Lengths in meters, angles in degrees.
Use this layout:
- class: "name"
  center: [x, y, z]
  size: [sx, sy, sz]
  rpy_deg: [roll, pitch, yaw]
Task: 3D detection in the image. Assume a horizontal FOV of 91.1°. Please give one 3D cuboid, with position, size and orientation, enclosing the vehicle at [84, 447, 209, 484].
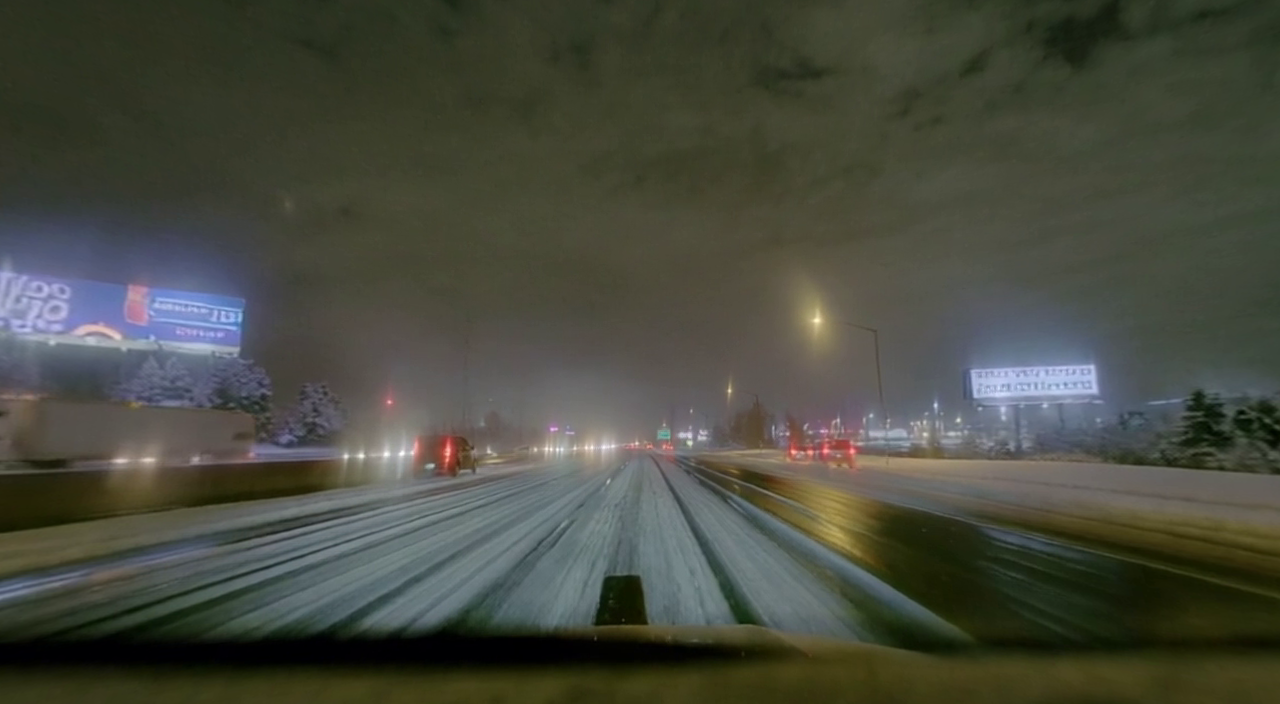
- class: "vehicle"
  center: [-22.203, 5.084, 28.515]
  size: [1.933, 1.523, 4.565]
  rpy_deg: [0, -9, 1]

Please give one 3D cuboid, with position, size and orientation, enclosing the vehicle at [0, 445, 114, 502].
- class: "vehicle"
  center: [-18.551, 3.560, 18.656]
  size: [1.893, 1.558, 4.498]
  rpy_deg: [0, -9, 0]

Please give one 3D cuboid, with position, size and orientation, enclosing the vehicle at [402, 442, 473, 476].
- class: "vehicle"
  center: [-9.879, 5.253, 31.044]
  size: [1.974, 1.513, 4.584]
  rpy_deg: [0, -9, 0]
